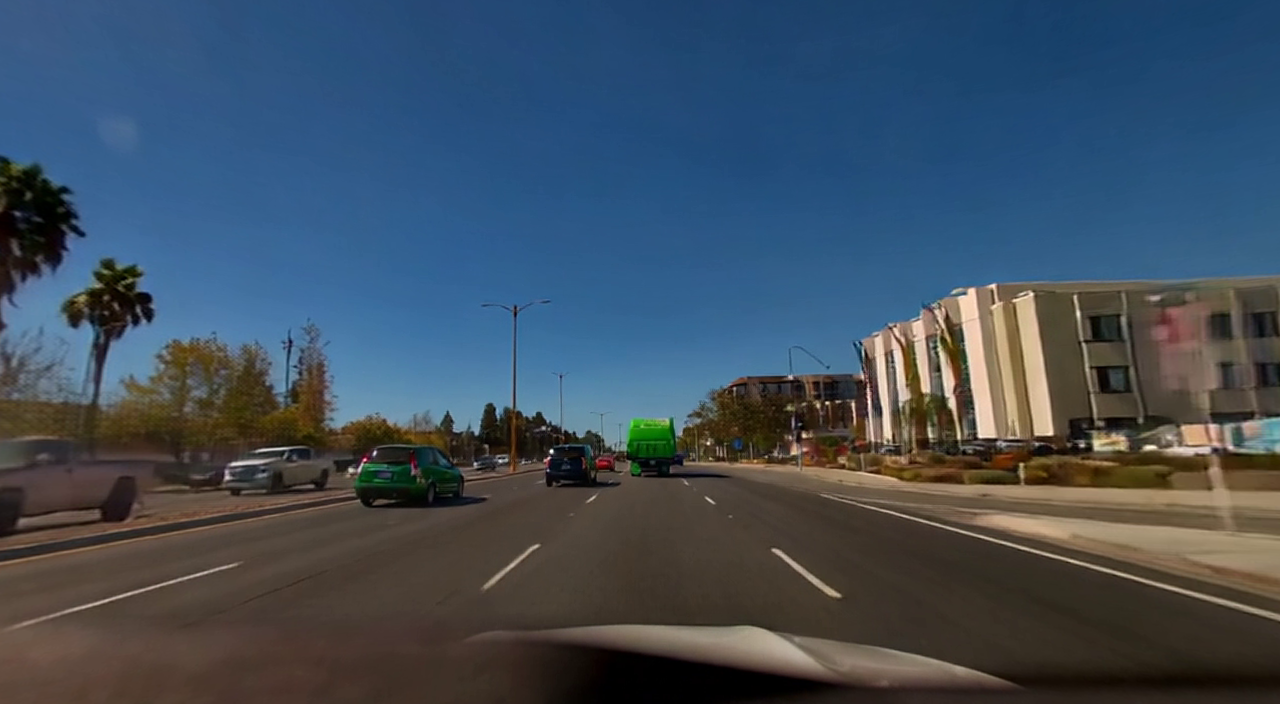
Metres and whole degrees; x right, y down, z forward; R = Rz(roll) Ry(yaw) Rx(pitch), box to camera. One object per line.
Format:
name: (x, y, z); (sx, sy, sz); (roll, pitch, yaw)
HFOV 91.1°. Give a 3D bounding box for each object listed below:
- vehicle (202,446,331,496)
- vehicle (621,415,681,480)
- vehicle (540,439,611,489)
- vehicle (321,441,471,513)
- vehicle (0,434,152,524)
vehicle: (-14.411, 4.595, 24.609); (2.100, 1.746, 4.662); (0, -9, 1)
vehicle: (0.611, 5.248, 34.515); (2.993, 3.235, 6.692); (0, -9, 1)
vehicle: (-2.479, 4.490, 25.495); (2.178, 1.826, 4.933); (0, -9, 2)
vehicle: (-6.236, 3.231, 16.803); (2.045, 1.630, 4.680); (0, -9, 1)
vehicle: (-14.517, 2.938, 14.846); (2.010, 1.885, 4.606); (-1, -9, 4)
